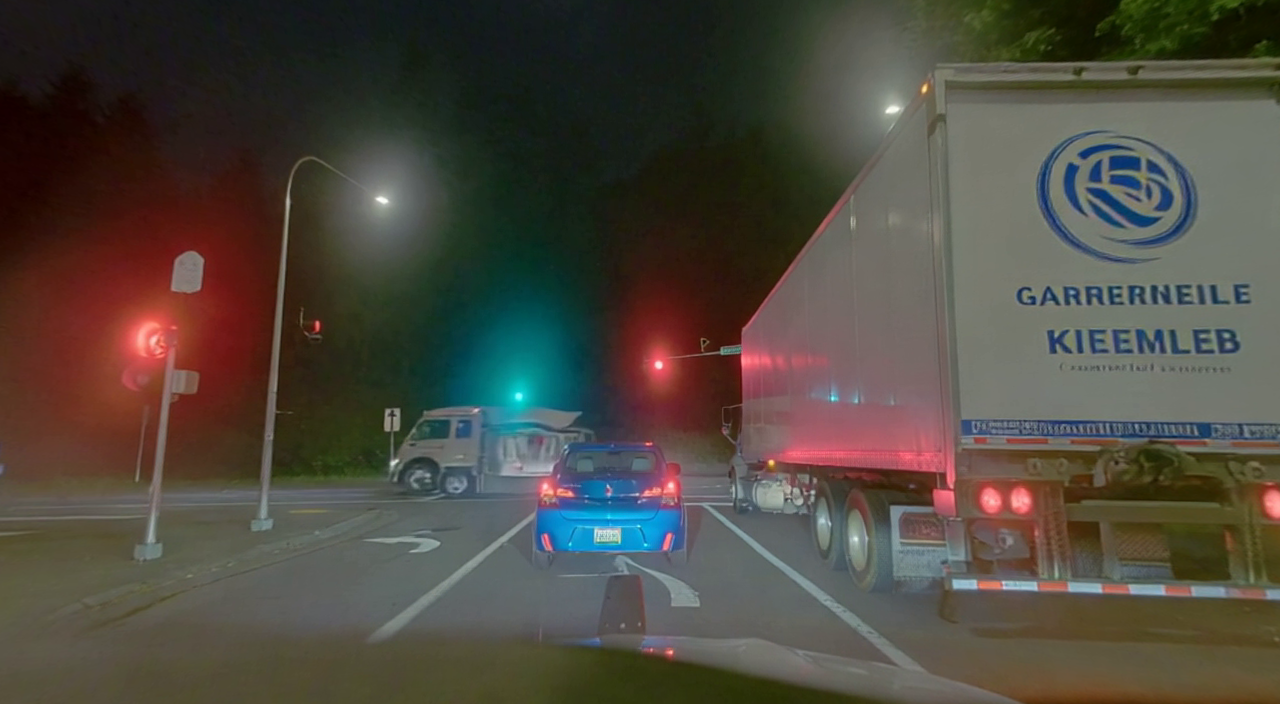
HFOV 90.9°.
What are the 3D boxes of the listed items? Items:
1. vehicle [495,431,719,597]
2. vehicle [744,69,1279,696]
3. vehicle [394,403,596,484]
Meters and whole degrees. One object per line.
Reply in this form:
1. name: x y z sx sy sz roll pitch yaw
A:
1. vehicle: -0.327 1.714 7.424 1.975 1.457 3.526 0 -9 -1
2. vehicle: 3.580 0.792 8.586 2.884 3.753 9.763 0 -9 1
3. vehicle: -6.815 4.467 30.767 9.076 3.642 2.916 1 -9 -9
